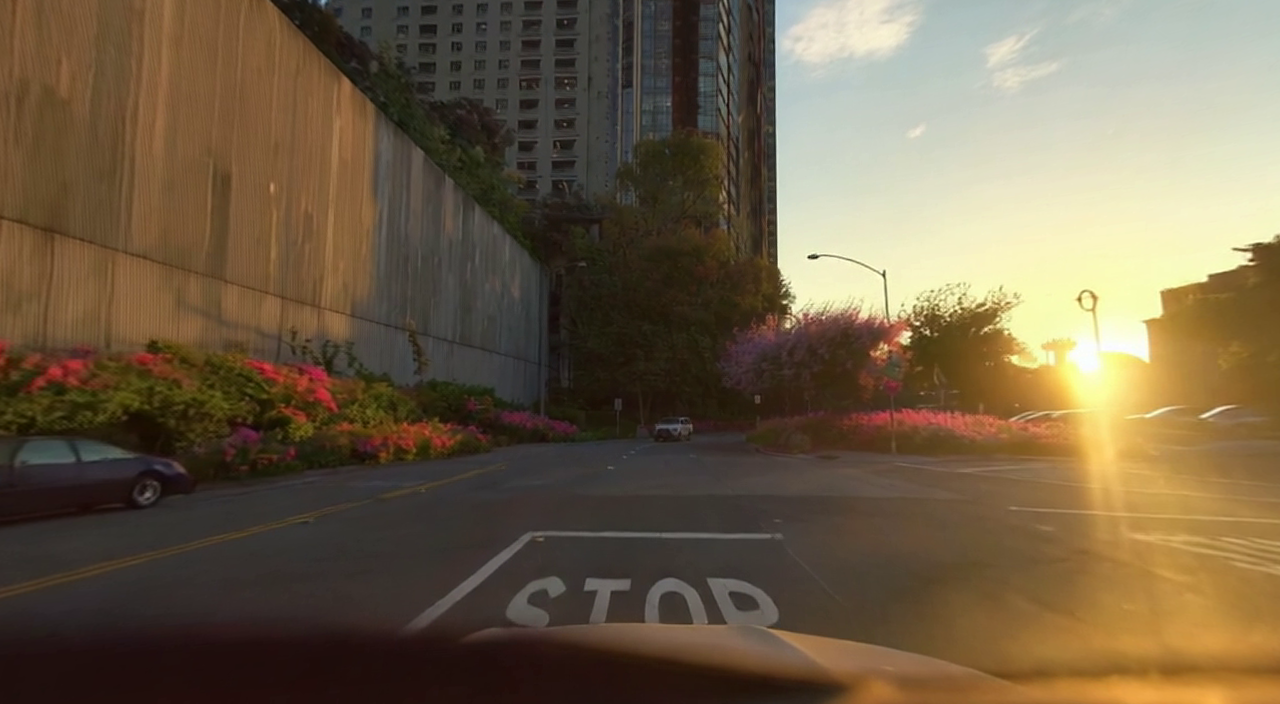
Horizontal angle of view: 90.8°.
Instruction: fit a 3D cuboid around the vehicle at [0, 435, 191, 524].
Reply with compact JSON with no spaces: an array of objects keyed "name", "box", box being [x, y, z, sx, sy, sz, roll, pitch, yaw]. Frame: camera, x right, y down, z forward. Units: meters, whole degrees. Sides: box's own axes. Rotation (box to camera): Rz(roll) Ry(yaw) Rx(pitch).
[{"name":"vehicle","box":[-11.091,2.228,11.334,4.694,1.447,2.137,5,-10,-31]}]
